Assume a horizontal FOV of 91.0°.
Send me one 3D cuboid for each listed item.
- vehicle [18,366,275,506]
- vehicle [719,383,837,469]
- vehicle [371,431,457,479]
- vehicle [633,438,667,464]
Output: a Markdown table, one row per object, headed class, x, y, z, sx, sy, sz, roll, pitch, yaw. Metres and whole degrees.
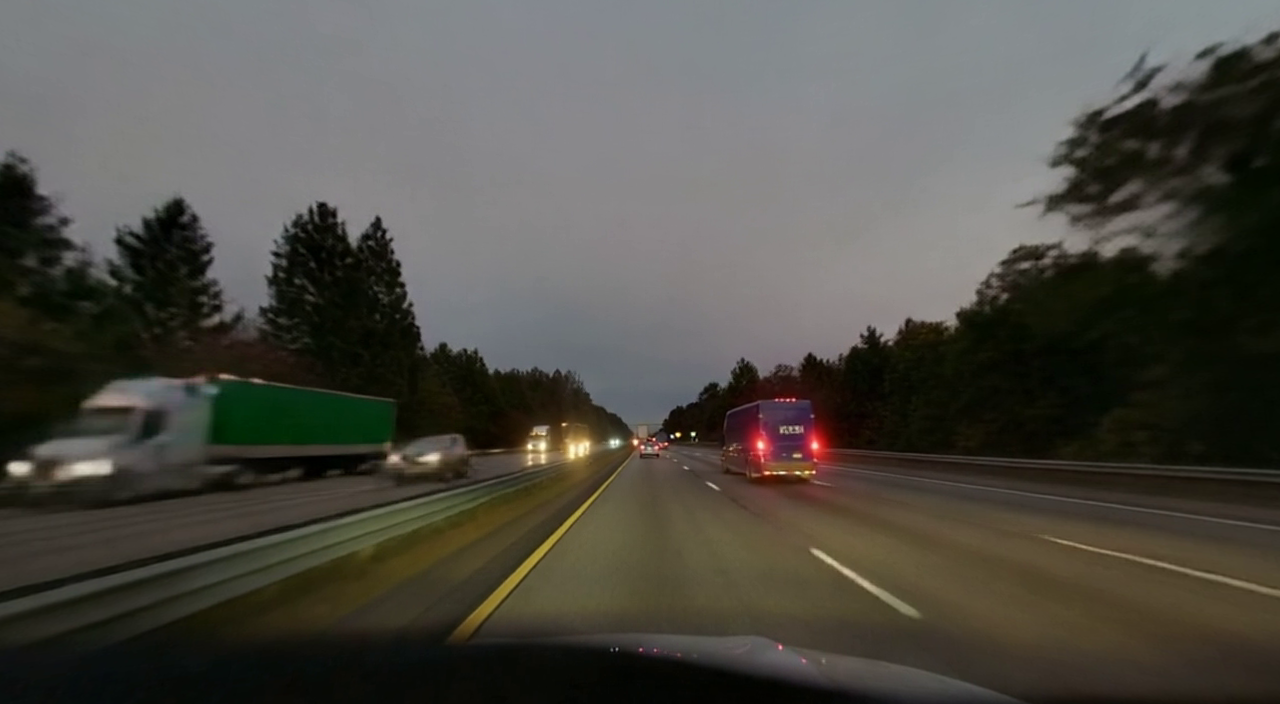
| class | x | y | z | sx | sy | sz | roll | pitch | yaw |
| --- | --- | --- | --- | --- | --- | --- | --- | --- | --- |
| vehicle | -15.187 | 2.679 | 20.121 | 3.286 | 3.794 | 5.668 | 0 | -8 | 2 |
| vehicle | 7.772 | 4.787 | 39.149 | 3.479 | 4.156 | 17.231 | 0 | -8 | 0 |
| vehicle | -10.589 | 4.853 | 29.913 | 2.128 | 2.047 | 4.976 | 0 | -8 | 1 |
| vehicle | 0.653 | 6.555 | 41.783 | 2.121 | 1.590 | 4.434 | 0 | -8 | 1 |
